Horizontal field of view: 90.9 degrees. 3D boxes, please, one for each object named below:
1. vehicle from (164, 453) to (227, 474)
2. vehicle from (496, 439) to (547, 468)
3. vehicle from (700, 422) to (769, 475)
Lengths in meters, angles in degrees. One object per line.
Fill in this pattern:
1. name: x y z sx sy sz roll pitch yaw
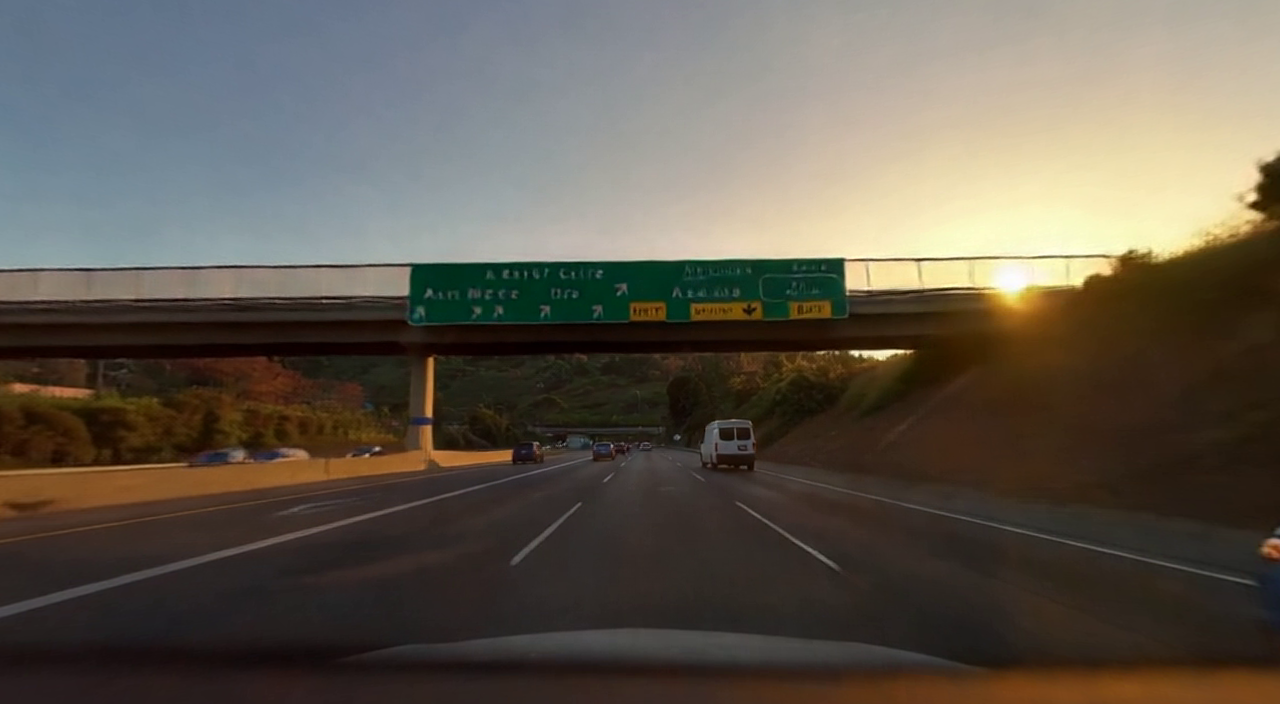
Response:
1. vehicle: -33.205 8.337 47.237 1.754 1.457 4.045 0 -8 0
2. vehicle: -7.025 6.077 37.846 2.068 1.632 4.623 0 -9 1
3. vehicle: 4.256 4.508 29.518 2.347 2.234 5.352 0 -8 -1
